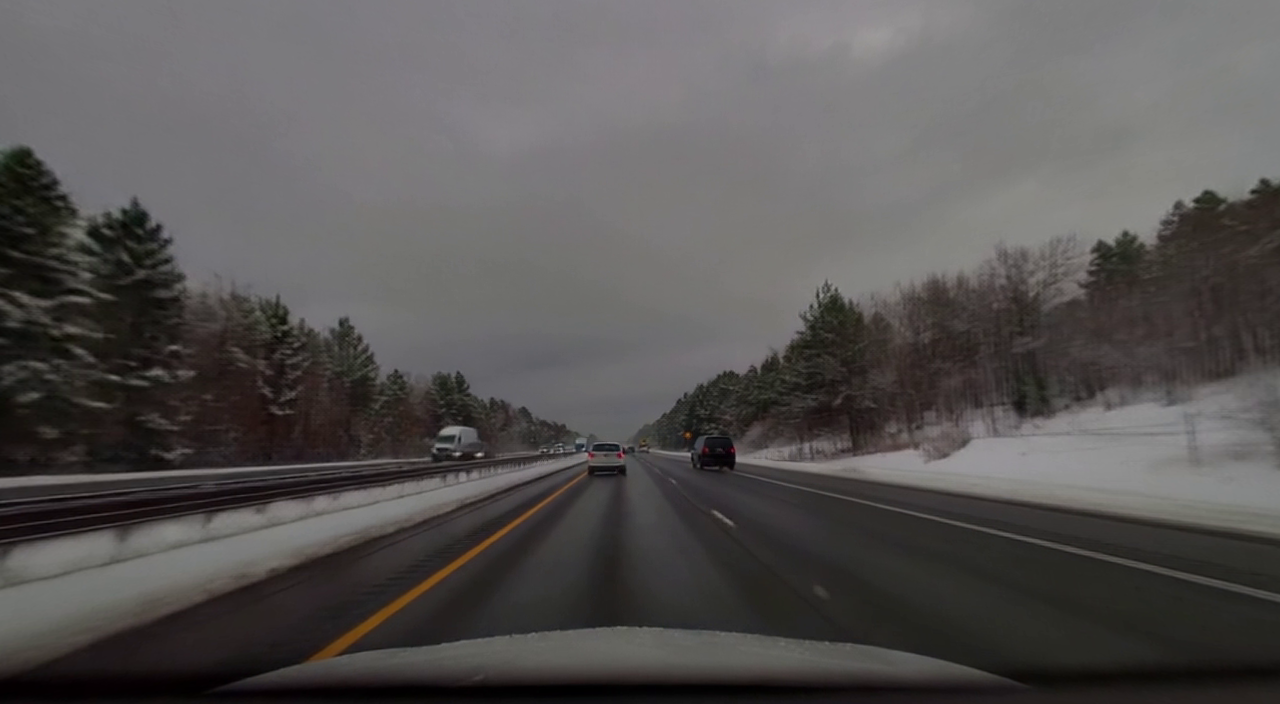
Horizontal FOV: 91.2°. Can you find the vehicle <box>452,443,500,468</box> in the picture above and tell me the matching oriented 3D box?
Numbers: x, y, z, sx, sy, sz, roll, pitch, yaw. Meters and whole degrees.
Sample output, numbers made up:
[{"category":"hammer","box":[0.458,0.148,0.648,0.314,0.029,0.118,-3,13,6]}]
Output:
[{"category":"vehicle","box":[-10.609,6.737,40.934,1.932,1.530,4.684,0,-9,-1]}]

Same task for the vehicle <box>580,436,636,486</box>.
[{"category":"vehicle","box":[-1.147,4.122,24.015,1.963,1.711,4.284,0,-9,-1]}]

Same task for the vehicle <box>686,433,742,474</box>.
[{"category":"vehicle","box":[3.723,5.210,32.244,2.179,1.930,4.538,0,-9,-2]}]
